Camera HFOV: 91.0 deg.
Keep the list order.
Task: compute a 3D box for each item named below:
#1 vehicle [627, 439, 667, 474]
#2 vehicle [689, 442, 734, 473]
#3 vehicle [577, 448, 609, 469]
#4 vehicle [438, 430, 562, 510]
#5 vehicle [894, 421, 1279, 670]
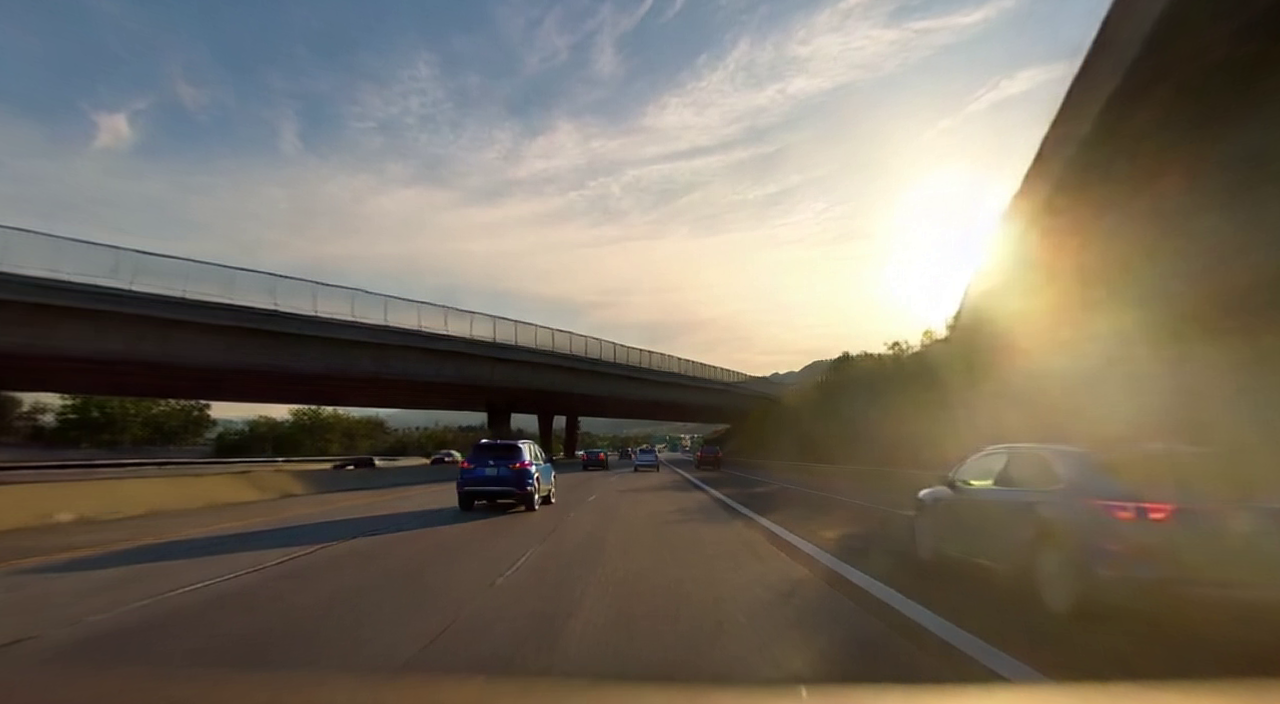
[{"bbox_3d":[0.387,6.083,36.885,2.155,1.909,4.529,0,-9,0],"label":"vehicle"},{"bbox_3d":[4.440,6.657,39.869,2.231,1.807,4.588,0,-9,-1],"label":"vehicle"},{"bbox_3d":[-3.409,7.845,46.544,1.994,1.475,4.171,0,-9,0],"label":"vehicle"},{"bbox_3d":[-3.379,2.957,16.211,2.089,1.751,4.515,0,-9,1],"label":"vehicle"},{"bbox_3d":[4.163,1.511,5.935,1.959,1.554,3.795,0,-9,0],"label":"vehicle"}]
